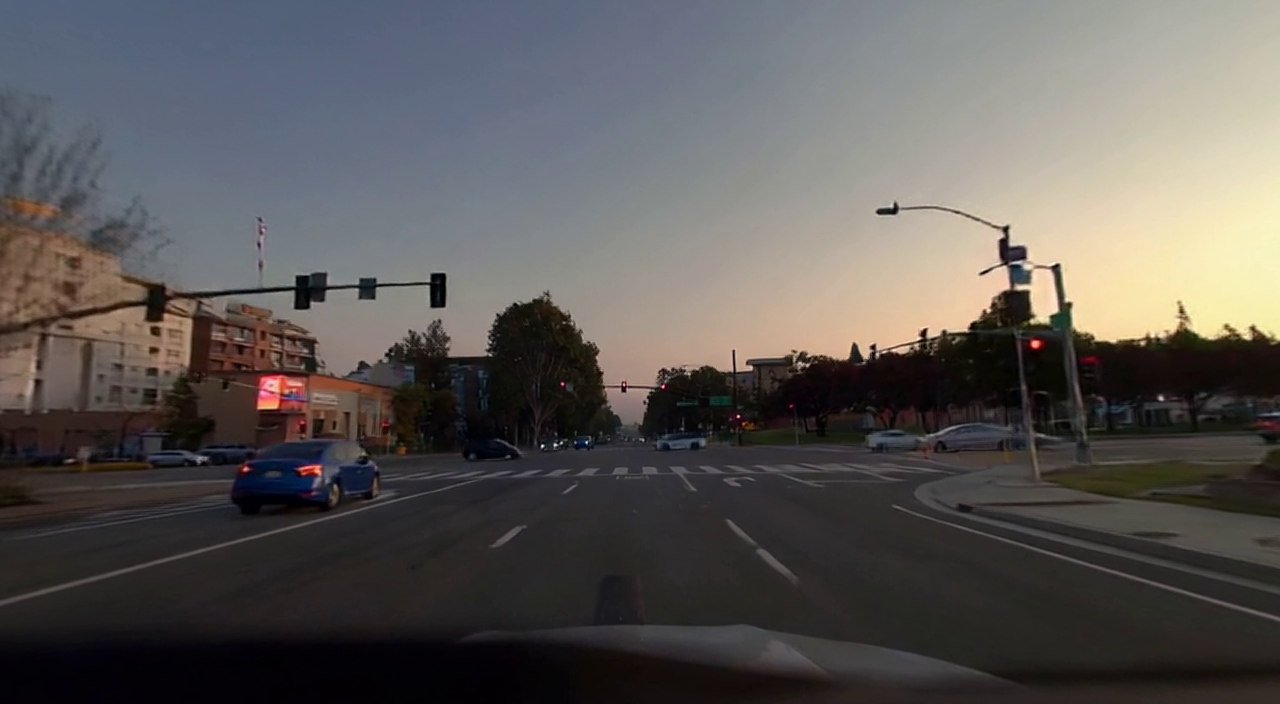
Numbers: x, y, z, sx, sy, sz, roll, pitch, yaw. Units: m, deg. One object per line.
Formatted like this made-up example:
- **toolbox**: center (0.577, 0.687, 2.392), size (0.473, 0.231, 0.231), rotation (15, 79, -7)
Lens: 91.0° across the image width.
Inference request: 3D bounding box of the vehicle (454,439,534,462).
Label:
- **vehicle**: center (-9.533, 6.445, 41.376), size (4.775, 1.466, 1.850), rotation (-1, -8, 5)

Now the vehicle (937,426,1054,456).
- **vehicle**: center (18.380, 4.626, 32.690), size (4.885, 1.503, 1.845), rotation (-1, -8, 3)

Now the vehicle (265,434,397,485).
- **vehicle**: center (-9.896, 3.480, 20.693), size (1.899, 1.460, 4.880), rotation (0, -8, 0)

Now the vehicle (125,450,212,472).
- **vehicle**: center (-34.324, 7.938, 45.892), size (4.805, 1.494, 2.112), rotation (-1, -8, 5)

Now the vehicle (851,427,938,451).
- **vehicle**: center (15.891, 5.453, 39.499), size (4.647, 1.428, 1.825), rotation (-1, -8, 4)
